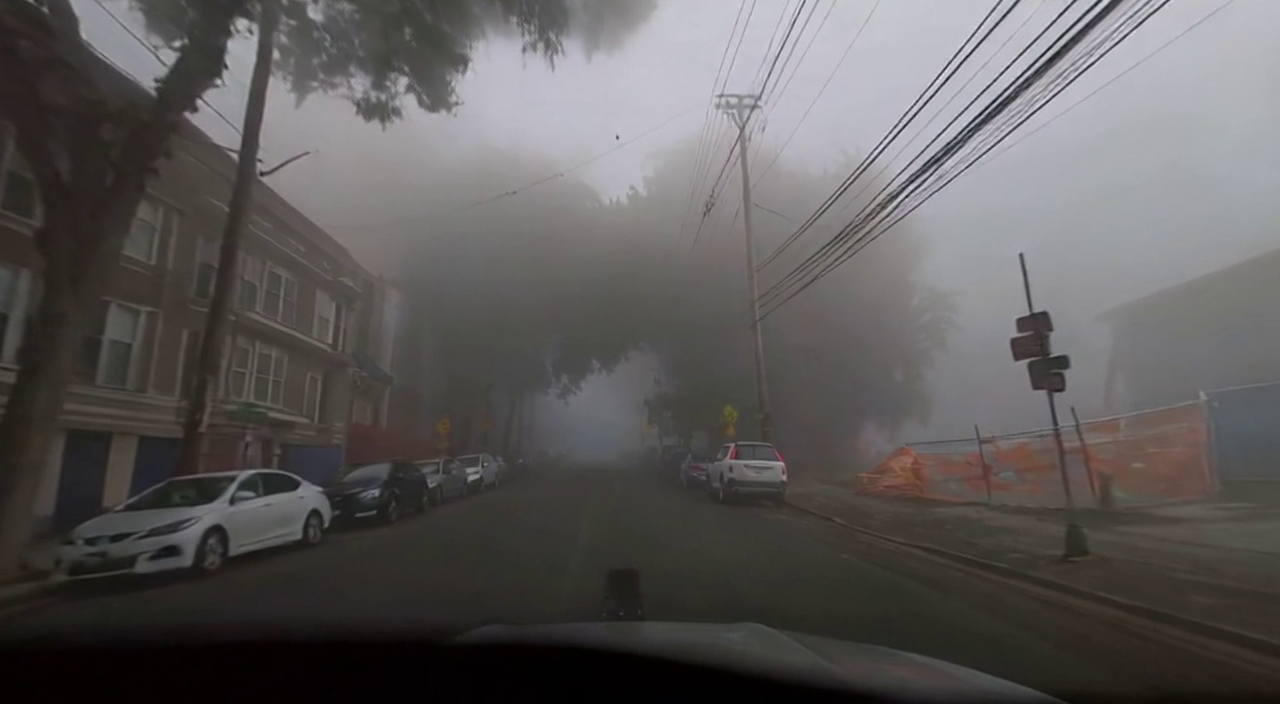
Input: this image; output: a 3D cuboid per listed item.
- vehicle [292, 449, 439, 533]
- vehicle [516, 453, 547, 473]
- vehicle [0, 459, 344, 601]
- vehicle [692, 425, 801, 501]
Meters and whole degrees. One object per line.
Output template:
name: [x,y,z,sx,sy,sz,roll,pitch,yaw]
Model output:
vehicle: [-6.372,3.210,15.250,1.996,1.695,4.127,1,-9,-6]
vehicle: [-8.357,8.573,48.886,1.968,1.450,4.271,0,-9,-4]
vehicle: [-6.169,2.390,9.063,1.967,1.483,4.347,1,-12,-4]
vehicle: [2.861,3.306,18.115,1.994,1.857,4.393,2,-14,-5]
